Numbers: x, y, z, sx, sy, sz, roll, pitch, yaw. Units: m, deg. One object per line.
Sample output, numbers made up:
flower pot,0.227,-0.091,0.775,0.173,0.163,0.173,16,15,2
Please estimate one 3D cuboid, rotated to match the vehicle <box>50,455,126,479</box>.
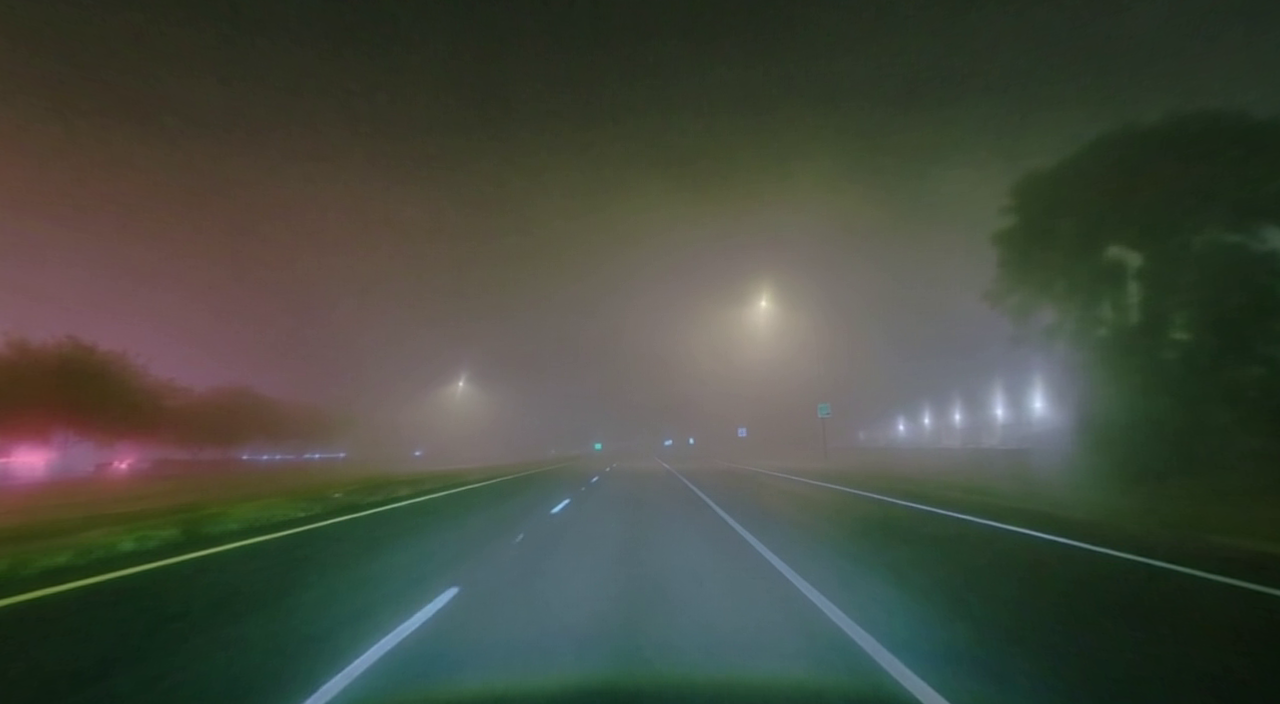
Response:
vehicle,-43.477,9.054,49.767,1.882,1.684,4.541,0,-8,0
